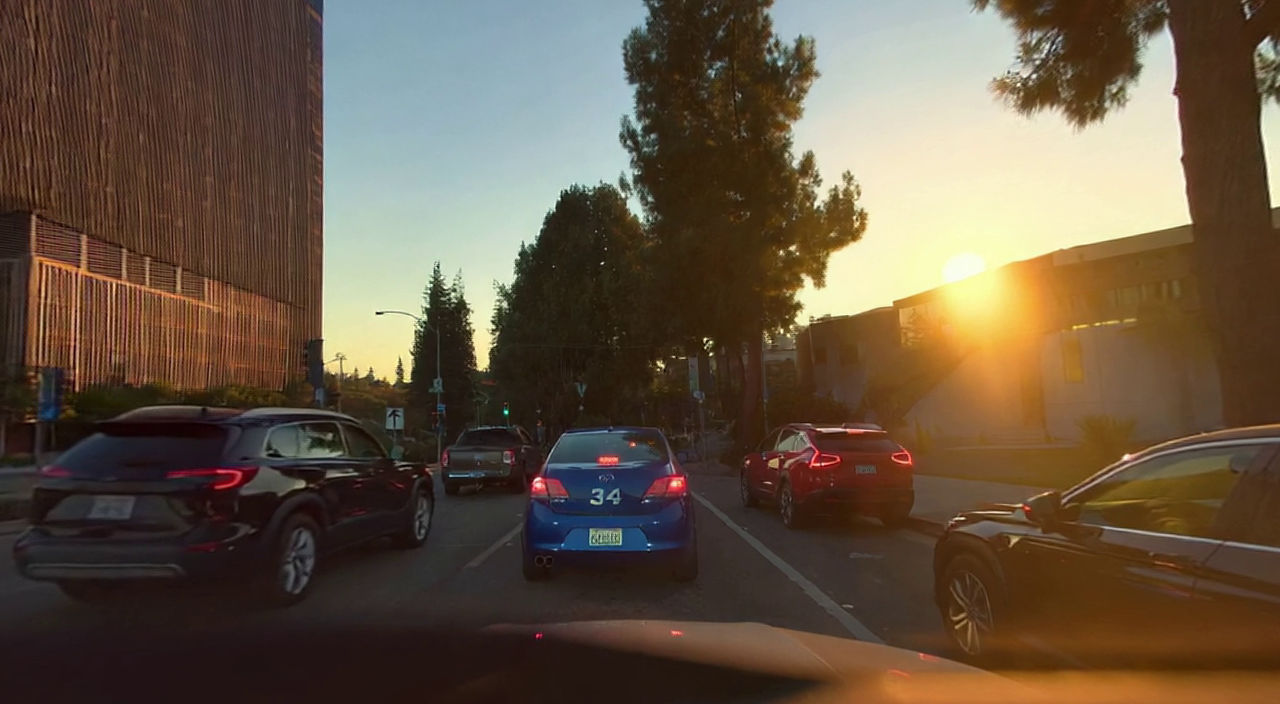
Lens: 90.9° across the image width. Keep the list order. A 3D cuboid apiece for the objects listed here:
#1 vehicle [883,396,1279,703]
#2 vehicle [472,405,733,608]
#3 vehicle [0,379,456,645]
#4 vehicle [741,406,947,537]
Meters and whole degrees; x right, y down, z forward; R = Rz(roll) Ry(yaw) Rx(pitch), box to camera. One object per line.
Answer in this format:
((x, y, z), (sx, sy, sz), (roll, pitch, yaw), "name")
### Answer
((3.250, 1.068, 3.393), (2.045, 1.459, 4.462), (0, -8, -1), "vehicle")
((-0.353, 1.585, 7.427), (2.114, 1.631, 4.459), (0, -8, -1), "vehicle")
((-3.750, 1.386, 6.566), (2.141, 1.718, 4.809), (0, -8, 1), "vehicle")
((3.340, 2.085, 11.539), (2.117, 1.879, 4.715), (0, -8, -1), "vehicle")
